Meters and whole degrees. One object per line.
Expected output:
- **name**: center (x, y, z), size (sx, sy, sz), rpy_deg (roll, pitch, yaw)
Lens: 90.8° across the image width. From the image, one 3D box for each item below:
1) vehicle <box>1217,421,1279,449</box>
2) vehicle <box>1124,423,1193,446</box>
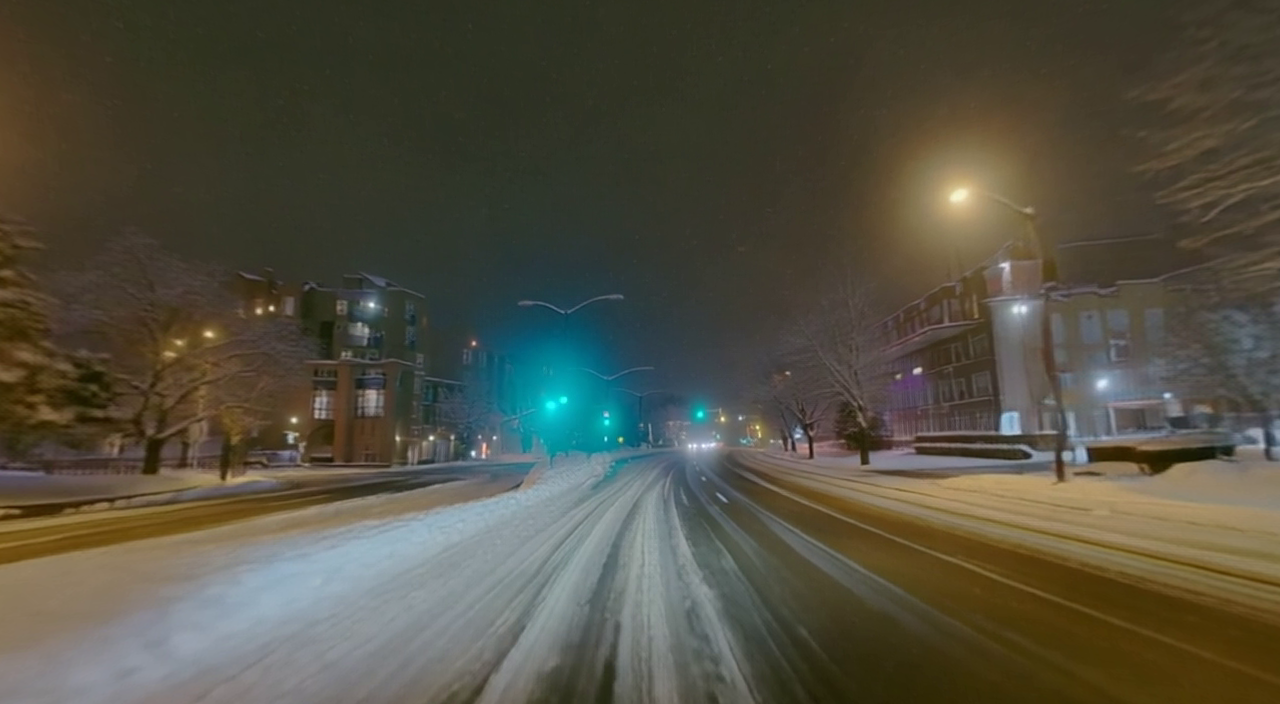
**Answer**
- **vehicle**: center (34.523, 4.615, 35.164), size (3.644, 1.465, 1.635), rpy_deg (0, -9, -14)
- **vehicle**: center (32.666, 5.216, 39.823), size (3.328, 1.385, 1.570), rpy_deg (1, -9, -15)
